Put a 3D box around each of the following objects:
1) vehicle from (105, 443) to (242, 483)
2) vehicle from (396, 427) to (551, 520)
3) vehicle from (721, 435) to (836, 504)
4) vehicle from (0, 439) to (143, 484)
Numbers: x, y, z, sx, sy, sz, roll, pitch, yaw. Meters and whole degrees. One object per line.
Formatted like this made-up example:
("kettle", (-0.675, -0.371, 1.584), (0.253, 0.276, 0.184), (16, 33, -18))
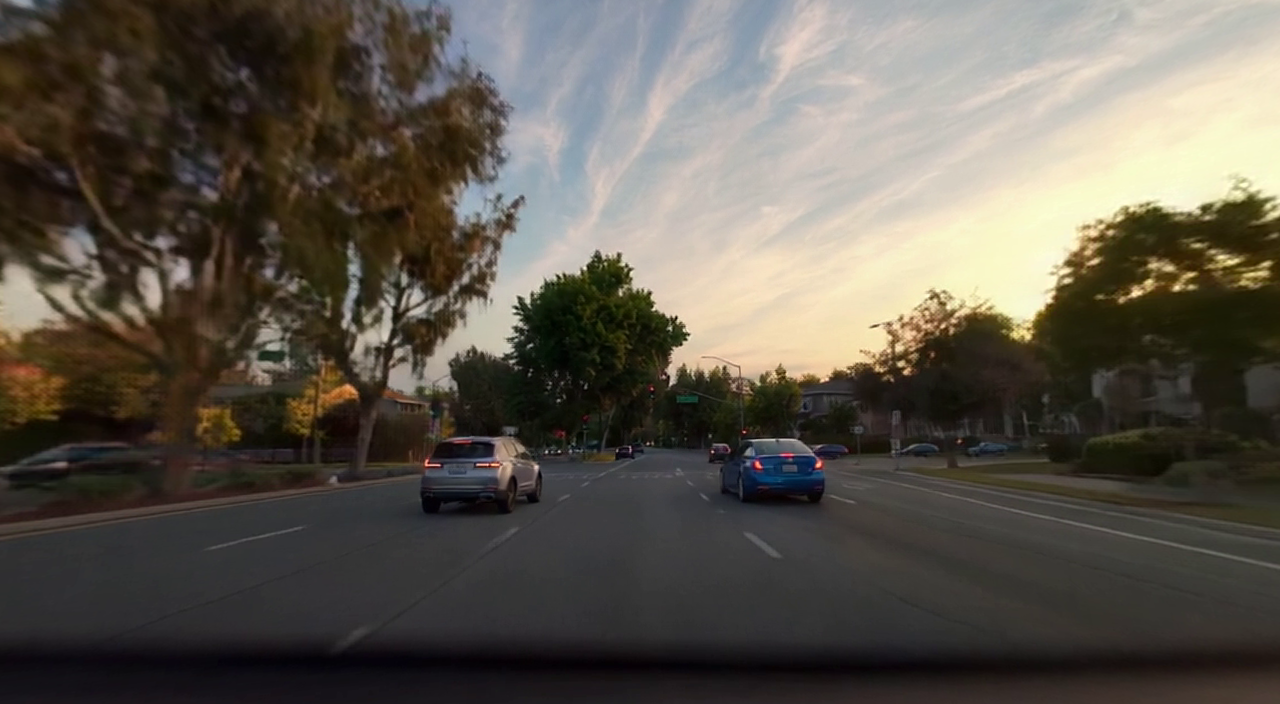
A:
("vehicle", (-19.217, 4.571, 26.362), (1.997, 1.471, 4.772), (0, -8, 1))
("vehicle", (-3.401, 2.583, 13.999), (2.045, 1.688, 4.632), (0, -8, 2))
("vehicle", (3.648, 3.190, 17.609), (2.132, 1.659, 4.387), (0, -8, -1))
("vehicle", (-23.452, 4.442, 26.041), (2.244, 1.670, 4.353), (-1, -8, 2))
